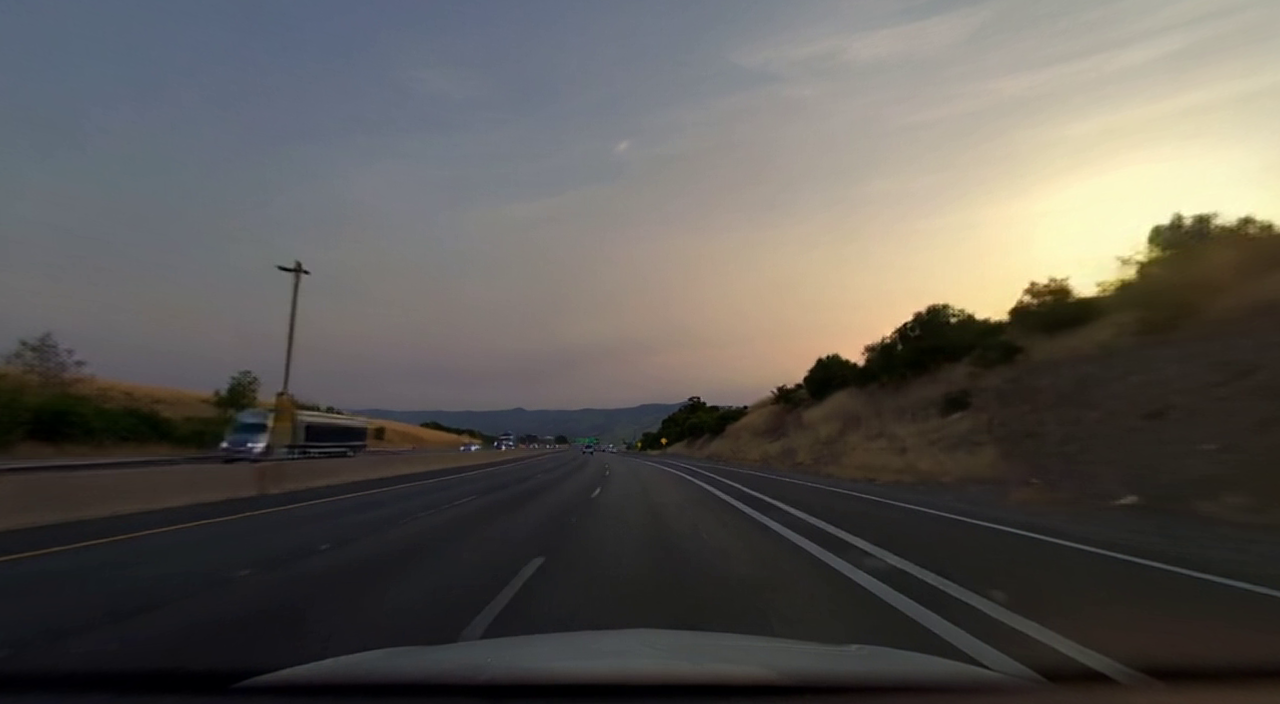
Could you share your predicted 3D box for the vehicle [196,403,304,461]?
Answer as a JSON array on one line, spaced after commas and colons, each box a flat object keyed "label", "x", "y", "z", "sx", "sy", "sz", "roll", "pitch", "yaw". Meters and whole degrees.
[{"label": "vehicle", "x": -28.270, "y": 5.967, "z": 46.325, "sx": 3.025, "sy": 3.872, "sz": 8.107, "roll": 0, "pitch": -8, "yaw": -3}]
